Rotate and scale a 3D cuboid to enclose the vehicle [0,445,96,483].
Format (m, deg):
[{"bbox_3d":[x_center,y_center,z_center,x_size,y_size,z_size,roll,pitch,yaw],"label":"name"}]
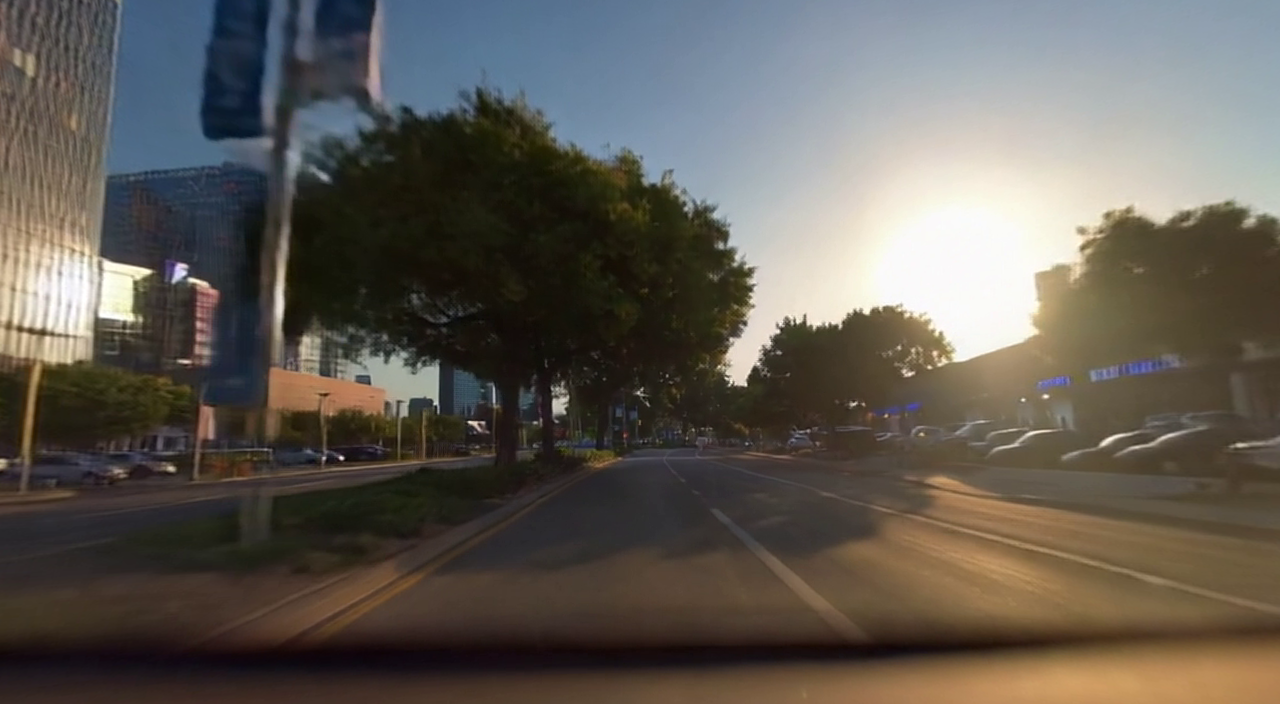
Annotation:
[{"bbox_3d":[-29.445,5.430,30.512,4.470,1.480,1.989,-4,-10,-1],"label":"vehicle"}]
